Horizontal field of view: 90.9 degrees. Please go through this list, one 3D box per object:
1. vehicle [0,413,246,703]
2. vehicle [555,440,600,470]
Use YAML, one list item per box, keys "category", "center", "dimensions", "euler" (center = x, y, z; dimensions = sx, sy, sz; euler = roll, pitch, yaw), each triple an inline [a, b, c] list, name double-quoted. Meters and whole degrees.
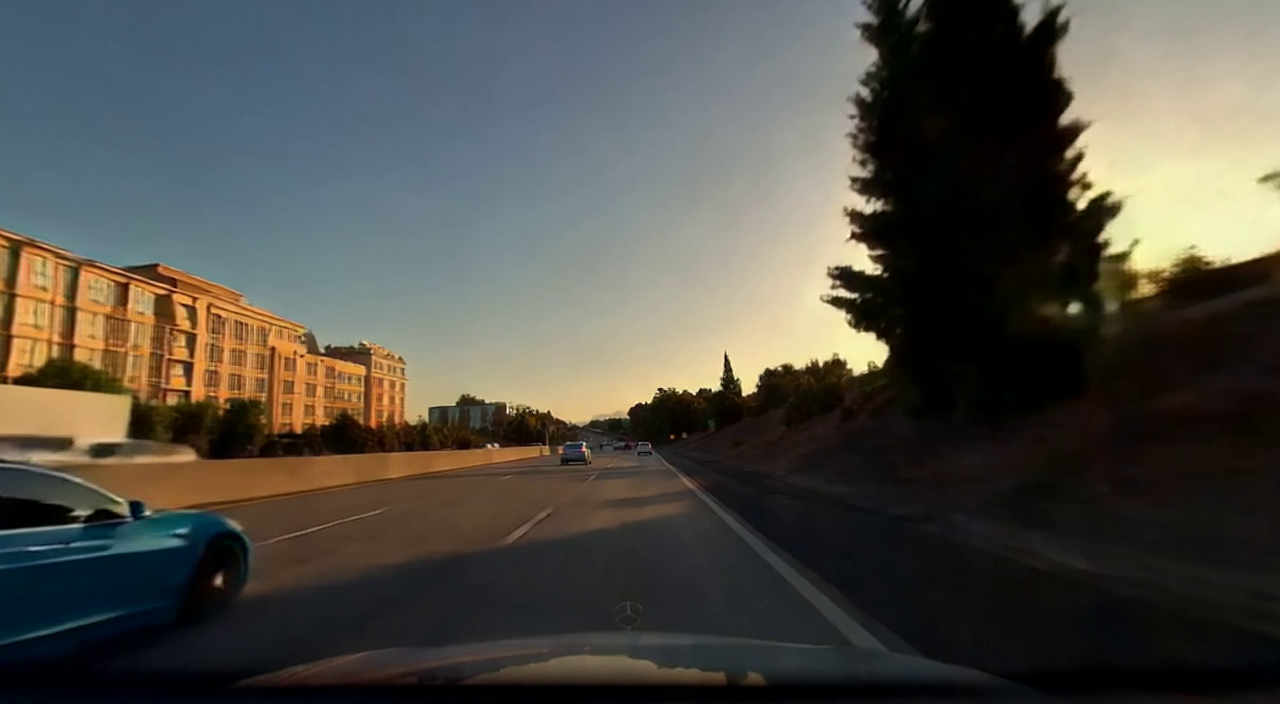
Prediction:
- category: "vehicle"
  center: [-4.136, 0.987, 2.683]
  dimensions: [2.083, 1.471, 4.350]
  euler: [0, -8, 0]
- category: "vehicle"
  center: [-3.232, 5.446, 33.582]
  dimensions: [1.926, 1.464, 4.186]
  euler: [0, -8, 0]
